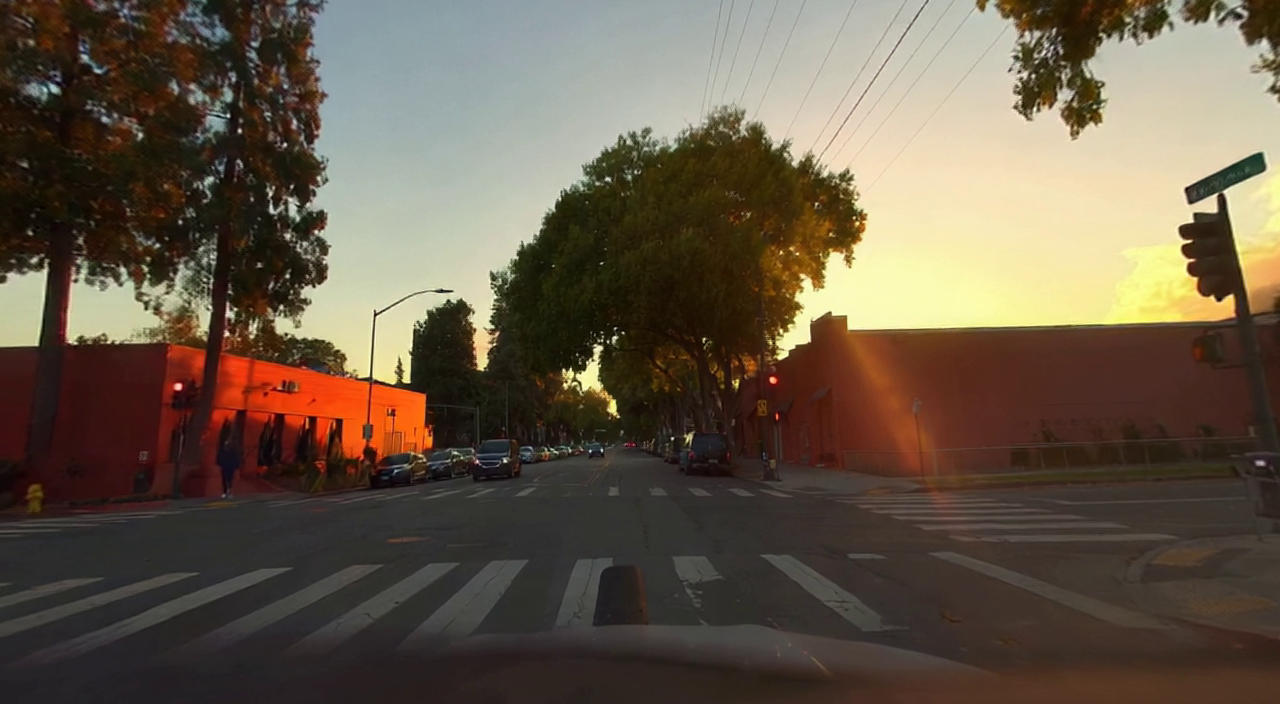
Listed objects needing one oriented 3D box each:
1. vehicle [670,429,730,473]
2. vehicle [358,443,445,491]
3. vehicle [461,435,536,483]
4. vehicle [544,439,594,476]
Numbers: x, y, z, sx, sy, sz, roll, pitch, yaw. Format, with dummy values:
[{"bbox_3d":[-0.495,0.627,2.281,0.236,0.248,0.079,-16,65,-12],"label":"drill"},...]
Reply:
[{"bbox_3d":[3.096,5.313,34.088,2.557,2.188,5.164,0,-8,-2],"label":"vehicle"},{"bbox_3d":[-9.909,4.755,26.604,2.216,1.804,4.526,1,-8,-5],"label":"vehicle"},{"bbox_3d":[-5.972,4.570,27.274,2.242,1.887,4.924,0,-8,-2],"label":"vehicle"},{"bbox_3d":[-3.285,4.962,29.816,2.033,1.596,4.142,0,-8,-2],"label":"vehicle"}]
